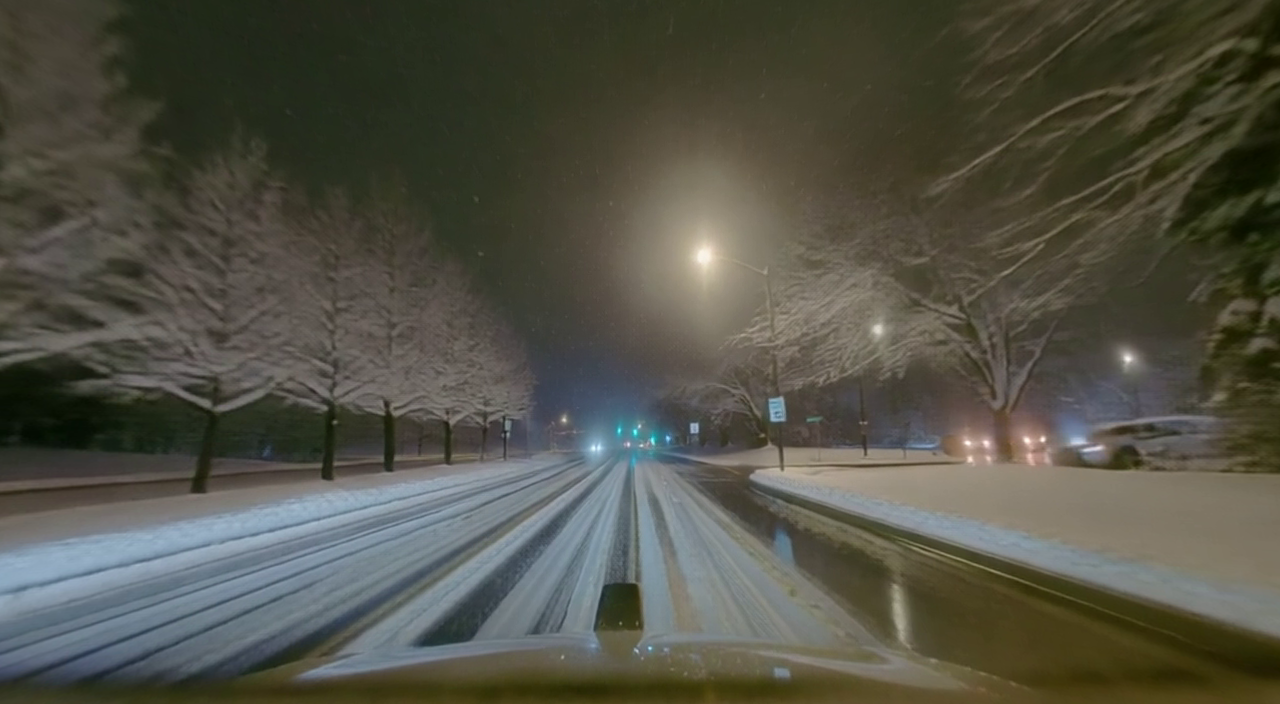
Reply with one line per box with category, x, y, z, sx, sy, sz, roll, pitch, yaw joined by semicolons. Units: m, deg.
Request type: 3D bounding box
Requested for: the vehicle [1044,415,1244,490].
vehicle;14.400;2.921;18.448;1.855;1.900;4.714;0;-9;-1
